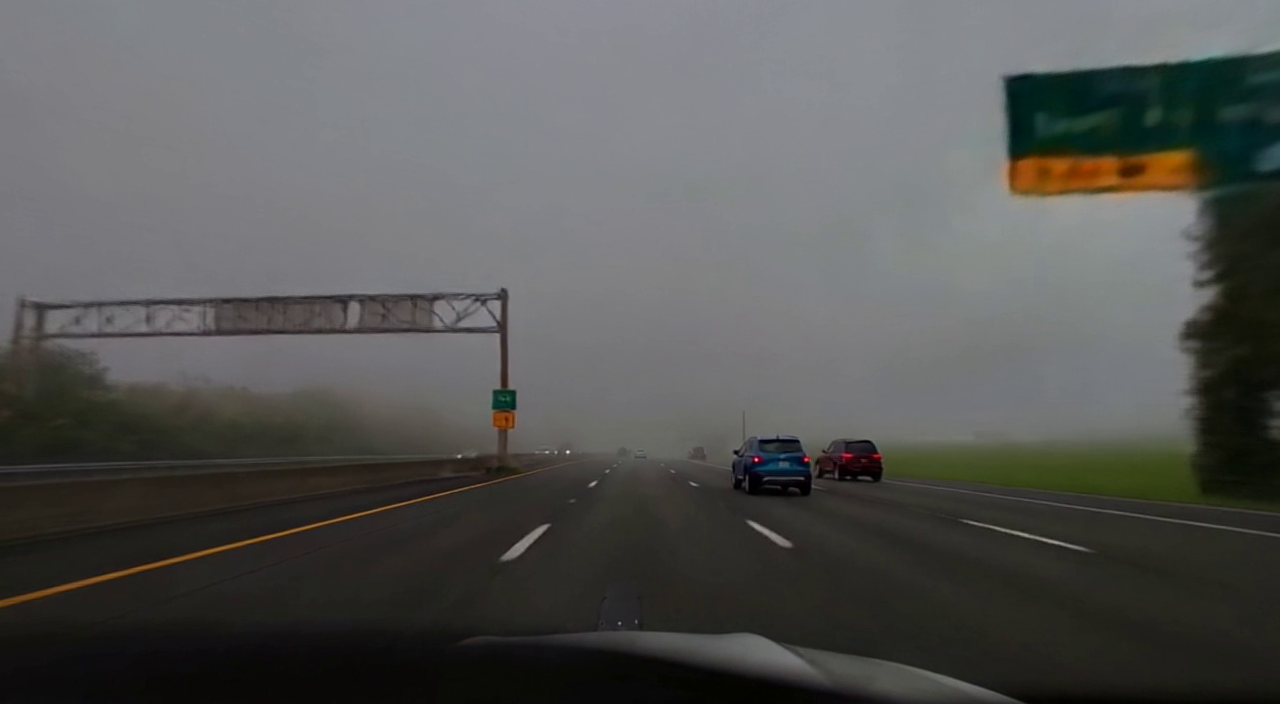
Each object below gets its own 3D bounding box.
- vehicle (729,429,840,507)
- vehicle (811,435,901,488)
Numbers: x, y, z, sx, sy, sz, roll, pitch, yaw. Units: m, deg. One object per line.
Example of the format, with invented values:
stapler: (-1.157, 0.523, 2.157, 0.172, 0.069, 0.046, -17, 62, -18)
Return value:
vehicle: (3.573, 2.957, 16.332, 1.784, 1.733, 4.141, 0, -9, -1)
vehicle: (8.018, 4.101, 23.652, 1.898, 1.798, 3.805, 0, -9, -2)
